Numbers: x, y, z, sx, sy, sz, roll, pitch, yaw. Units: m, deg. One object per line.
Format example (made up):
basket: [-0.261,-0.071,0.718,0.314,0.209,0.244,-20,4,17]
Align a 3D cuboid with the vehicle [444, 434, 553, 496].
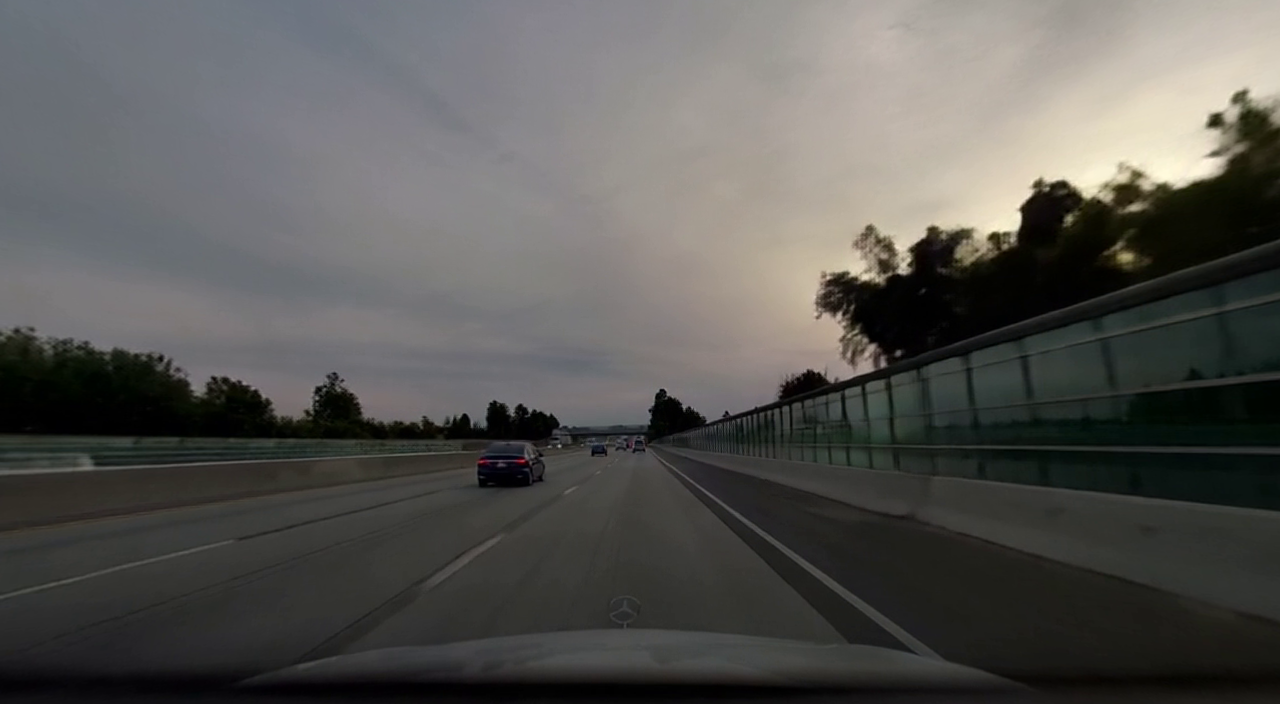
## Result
vehicle: [-3.852,3.150,17.942,2.059,1.541,4.296,0,-8,1]
